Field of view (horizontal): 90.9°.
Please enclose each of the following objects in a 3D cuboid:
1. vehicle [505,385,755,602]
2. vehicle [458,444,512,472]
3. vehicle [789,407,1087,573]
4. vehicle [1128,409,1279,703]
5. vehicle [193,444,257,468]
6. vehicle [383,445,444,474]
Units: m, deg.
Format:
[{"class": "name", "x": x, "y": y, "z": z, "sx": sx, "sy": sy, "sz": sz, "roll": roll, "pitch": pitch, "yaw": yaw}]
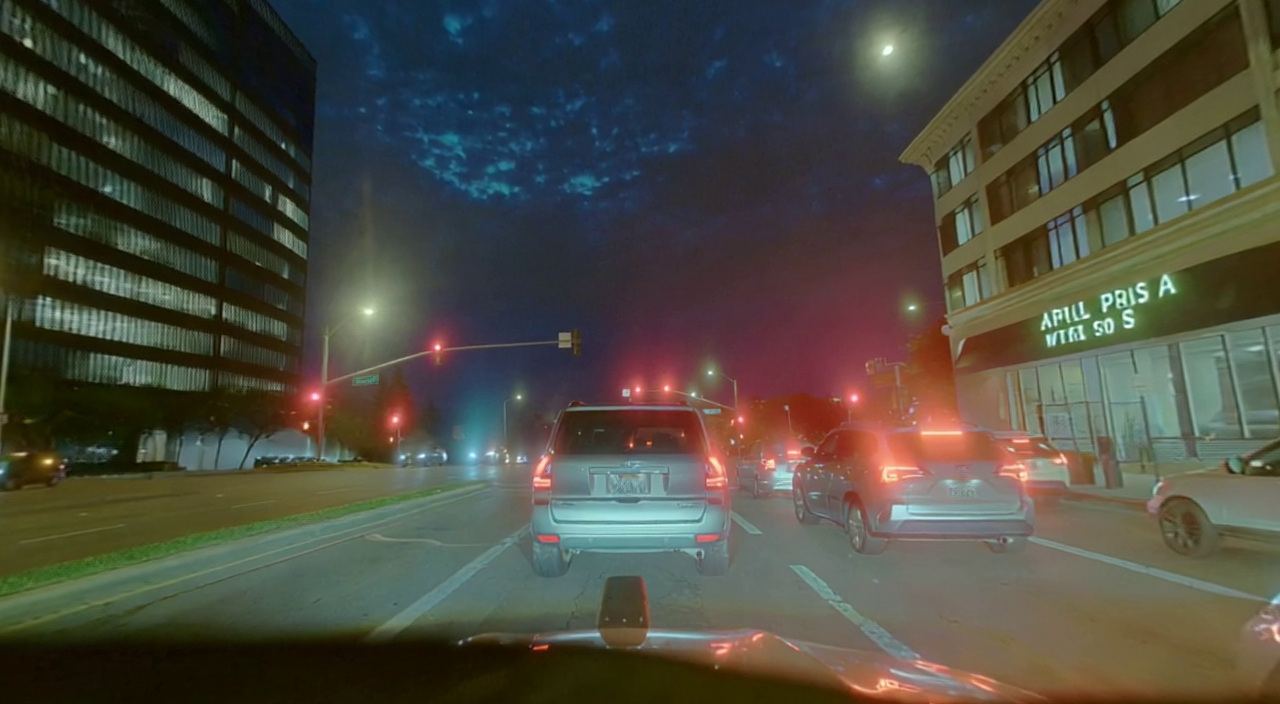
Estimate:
[{"class": "vehicle", "x": -0.001, "y": 1.534, "z": 7.683, "sx": 2.154, "sy": 1.861, "sz": 4.280, "roll": 0, "pitch": -8, "yaw": 3}, {"class": "vehicle", "x": -11.030, "y": 7.581, "z": 45.448, "sx": 2.224, "sy": 1.840, "sz": 5.290, "roll": -1, "pitch": -8, "yaw": 4}, {"class": "vehicle", "x": 3.618, "y": 1.759, "z": 8.796, "sx": 2.036, "sy": 1.719, "sz": 4.318, "roll": 0, "pitch": -8, "yaw": 0}, {"class": "vehicle", "x": 3.365, "y": 0.730, "z": 0.810, "sx": 1.884, "sy": 1.484, "sz": 4.609, "roll": 0, "pitch": -8, "yaw": 2}, {"class": "vehicle", "x": -27.447, "y": 6.870, "z": 41.855, "sx": 1.693, "sy": 1.563, "sz": 3.716, "roll": 0, "pitch": -8, "yaw": 0}, {"class": "vehicle", "x": -14.596, "y": 6.948, "z": 40.957, "sx": 2.102, "sy": 1.737, "sz": 4.570, "roll": 0, "pitch": -8, "yaw": 2}]
